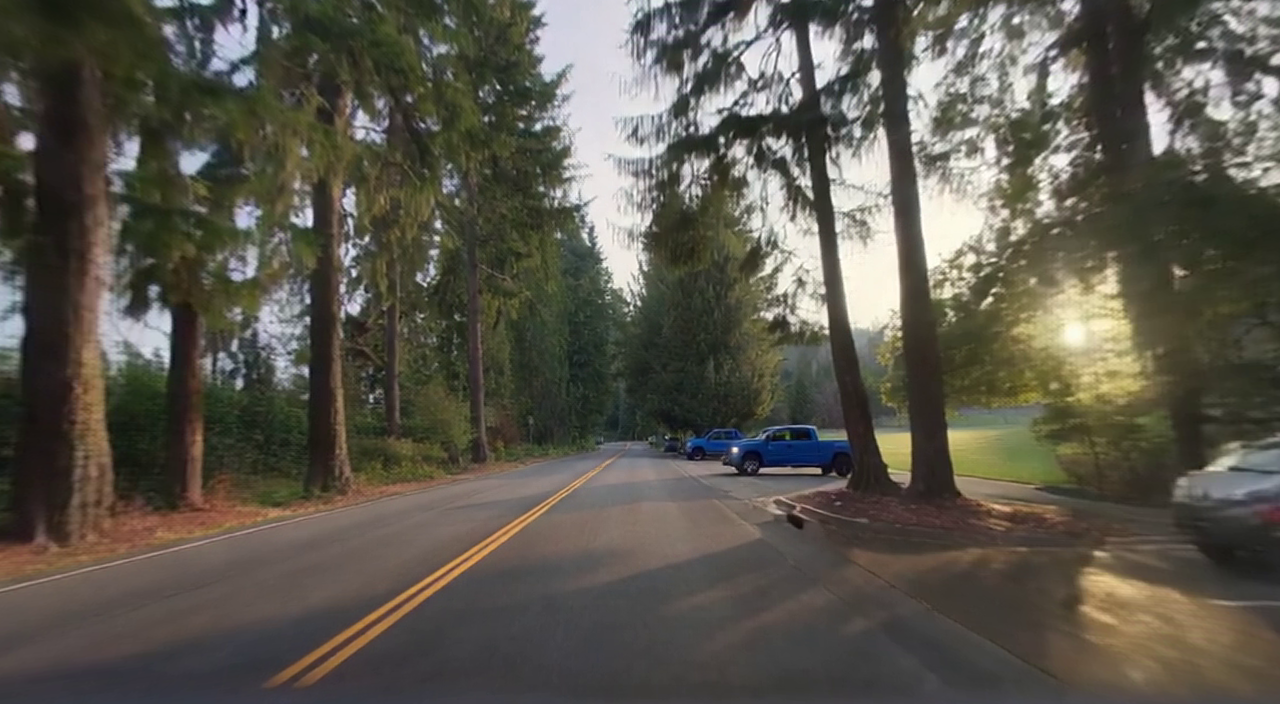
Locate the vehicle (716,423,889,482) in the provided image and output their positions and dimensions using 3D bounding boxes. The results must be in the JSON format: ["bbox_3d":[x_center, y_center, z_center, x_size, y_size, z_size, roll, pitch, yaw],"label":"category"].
[{"bbox_3d":[5.946,3.775,23.842,5.797,2.070,2.502,0,-8,-1],"label":"vehicle"}]

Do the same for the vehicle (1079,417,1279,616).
[{"bbox_3d":[7.093,1.491,6.280,3.937,1.597,2.004,0,-8,-2],"label":"vehicle"}]
